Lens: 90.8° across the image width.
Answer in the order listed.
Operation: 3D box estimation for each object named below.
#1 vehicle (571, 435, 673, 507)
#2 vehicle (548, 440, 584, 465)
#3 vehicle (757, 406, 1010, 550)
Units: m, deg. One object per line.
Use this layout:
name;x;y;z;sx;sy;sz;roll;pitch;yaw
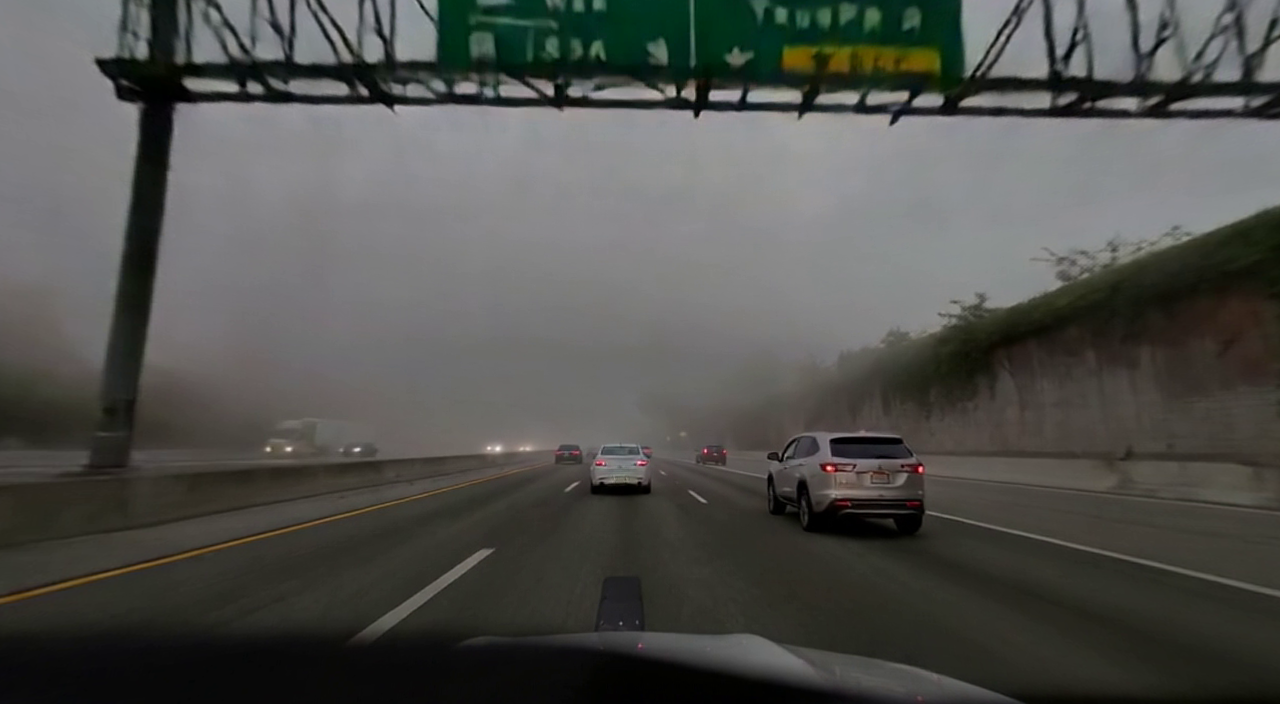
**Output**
vehicle;-0.421;2.750;15.062;2.098;1.475;3.997;0;-8;-2
vehicle;-5.405;7.455;46.966;2.218;1.776;5.031;0;-8;-2
vehicle;3.540;1.948;10.436;2.162;1.800;4.693;0;-8;-2
